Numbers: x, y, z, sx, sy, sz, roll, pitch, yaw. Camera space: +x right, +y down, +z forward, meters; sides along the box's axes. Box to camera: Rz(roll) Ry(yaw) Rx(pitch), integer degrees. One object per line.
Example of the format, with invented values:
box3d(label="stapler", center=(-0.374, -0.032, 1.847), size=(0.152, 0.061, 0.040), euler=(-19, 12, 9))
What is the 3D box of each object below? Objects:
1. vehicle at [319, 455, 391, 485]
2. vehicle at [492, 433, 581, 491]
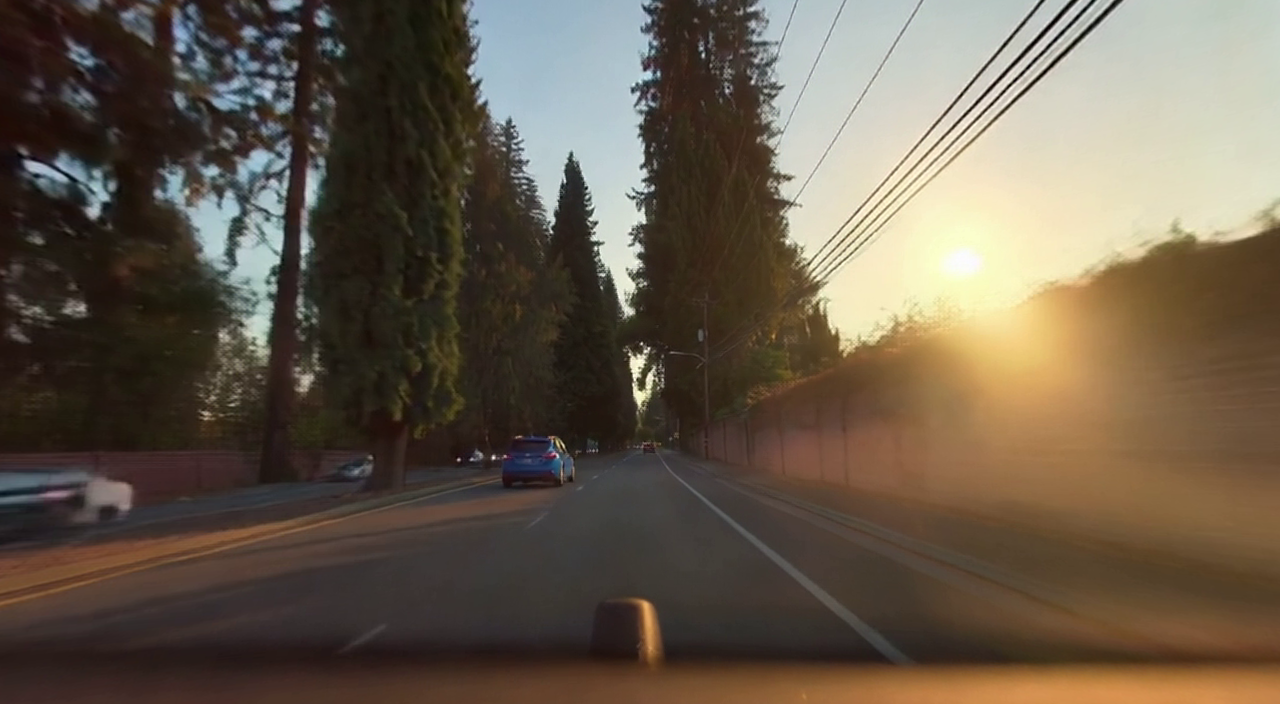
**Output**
box3d(label="vehicle", center=(-15.732, 6.513, 34.984), size=(1.921, 1.467, 4.297), euler=(0, -8, 1))
box3d(label="vehicle", center=(-3.320, 3.635, 21.149), size=(2.147, 1.730, 4.555), euler=(0, -8, 1))
